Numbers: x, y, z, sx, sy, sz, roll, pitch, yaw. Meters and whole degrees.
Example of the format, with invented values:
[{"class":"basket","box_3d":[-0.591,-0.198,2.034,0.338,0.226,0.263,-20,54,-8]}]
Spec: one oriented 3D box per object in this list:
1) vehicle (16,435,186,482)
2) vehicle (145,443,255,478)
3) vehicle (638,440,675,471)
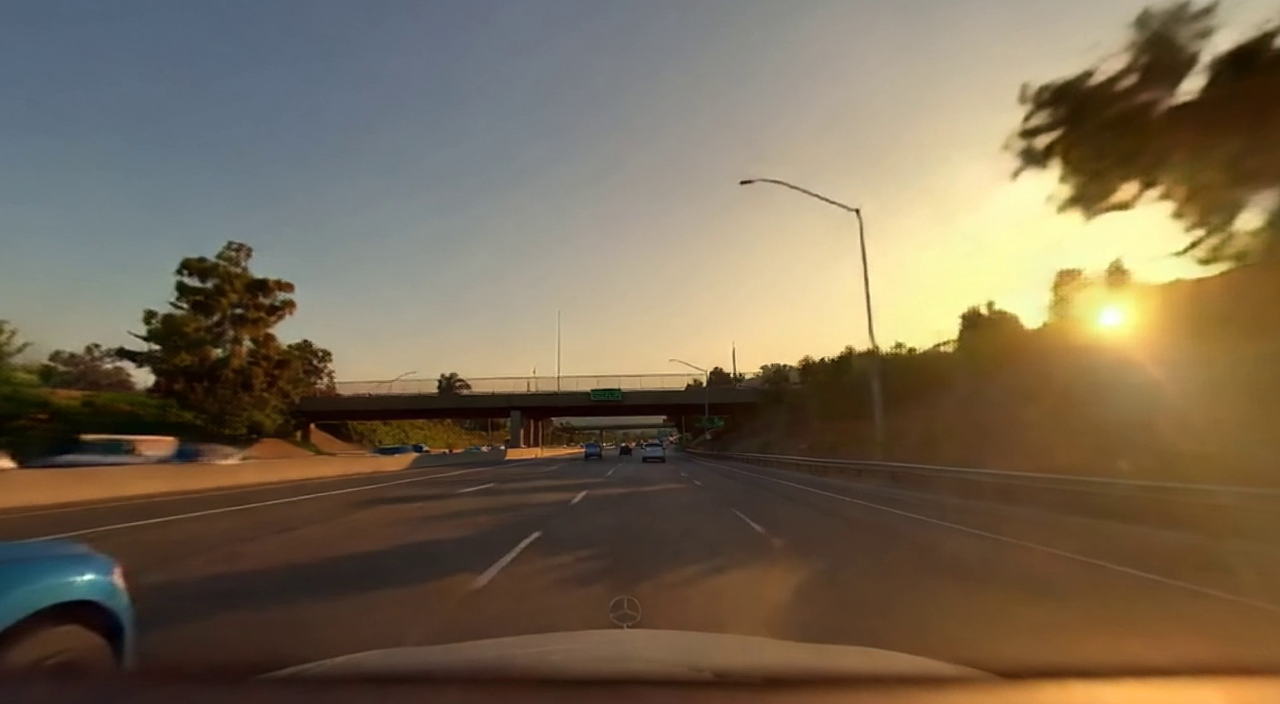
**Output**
[{"class":"vehicle","box_3d":[-23.500,4.657,27.961,2.204,1.850,5.937,0,-9,2]},{"class":"vehicle","box_3d":[-19.643,4.847,28.403,1.838,1.449,4.217,0,-9,1]},{"class":"vehicle","box_3d":[0.945,6.004,36.833,2.010,1.637,4.940,0,-9,1]}]
